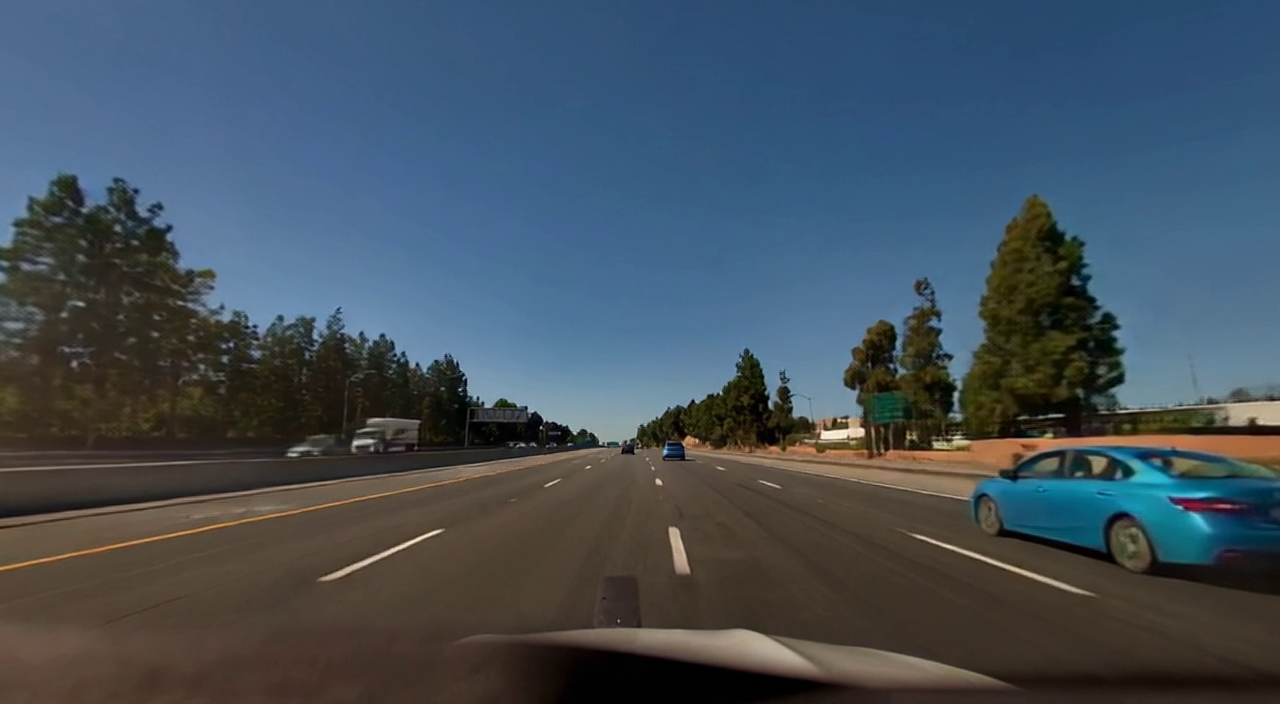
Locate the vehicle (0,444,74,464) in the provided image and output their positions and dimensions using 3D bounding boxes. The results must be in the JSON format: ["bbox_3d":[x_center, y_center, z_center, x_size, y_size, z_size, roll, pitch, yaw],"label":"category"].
[{"bbox_3d":[-46.898,7.820,48.632,1.897,1.465,4.751,-1,-9,5],"label":"vehicle"}]

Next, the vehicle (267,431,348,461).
[{"bbox_3d":[-18.445,5.251,35.326,1.969,1.537,4.574,0,-9,1],"label":"vehicle"}]

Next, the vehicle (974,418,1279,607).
[{"bbox_3d":[6.219,1.651,7.457,2.029,1.528,4.644,0,-9,0],"label":"vehicle"}]

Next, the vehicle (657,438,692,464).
[{"bbox_3d":[2.380,6.909,44.214,2.127,1.692,4.382,0,-9,-1],"label":"vehicle"}]
